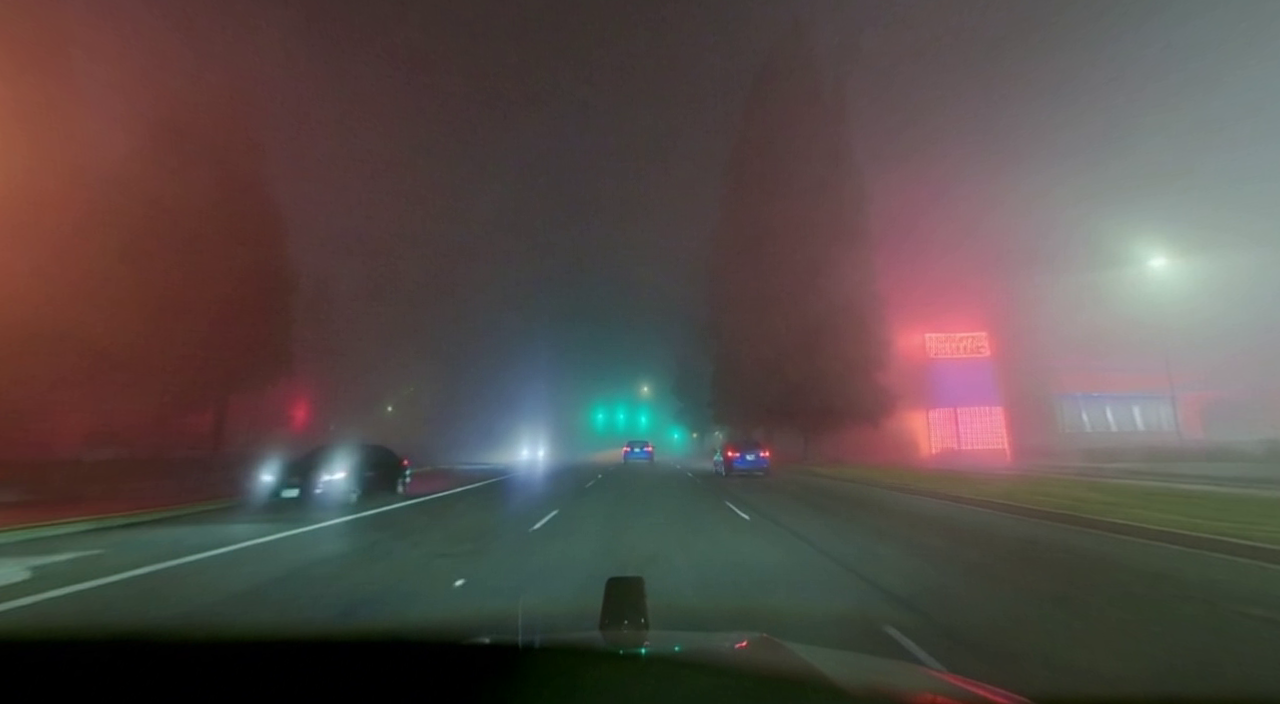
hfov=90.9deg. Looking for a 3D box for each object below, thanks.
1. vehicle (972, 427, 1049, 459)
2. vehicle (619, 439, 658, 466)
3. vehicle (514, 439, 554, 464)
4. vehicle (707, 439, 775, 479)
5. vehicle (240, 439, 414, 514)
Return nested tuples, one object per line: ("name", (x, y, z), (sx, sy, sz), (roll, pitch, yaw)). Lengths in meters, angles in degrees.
("vehicle", (26.052, 6.454, 44.589), (2.244, 2.120, 5.471), (-1, -8, 1))
("vehicle", (-0.036, 6.061, 38.193), (2.001, 1.504, 4.212), (-1, -8, 5))
("vehicle", (-7.397, 6.853, 43.516), (2.127, 1.562, 4.402), (2, -9, -17))
("vehicle", (4.017, 4.321, 25.761), (1.977, 1.474, 4.399), (0, -8, -1))
("vehicle", (-6.888, 2.748, 14.428), (1.993, 1.444, 3.965), (0, -8, -1))
